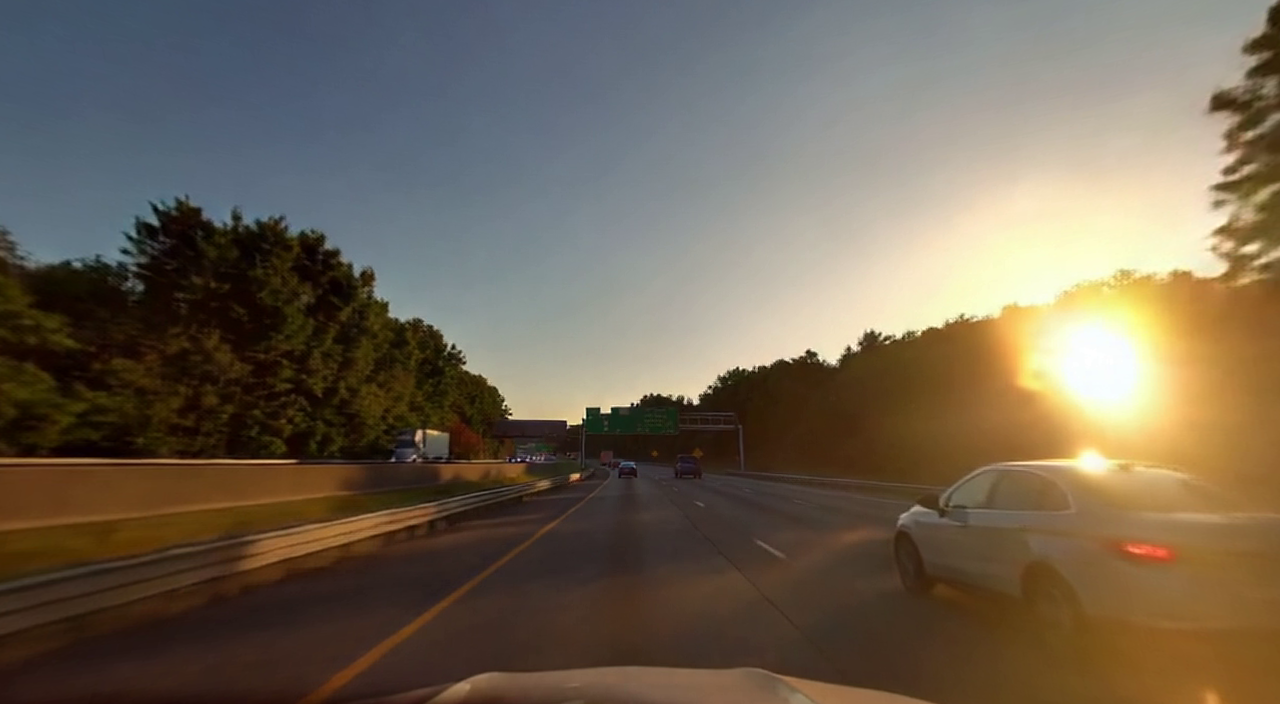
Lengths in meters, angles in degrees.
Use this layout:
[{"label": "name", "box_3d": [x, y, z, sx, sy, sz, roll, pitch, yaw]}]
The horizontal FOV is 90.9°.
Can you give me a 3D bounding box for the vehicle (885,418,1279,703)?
[{"label": "vehicle", "box_3d": [3.955, 1.549, 5.184, 2.132, 1.662, 4.180, 1, -10, -1]}]
